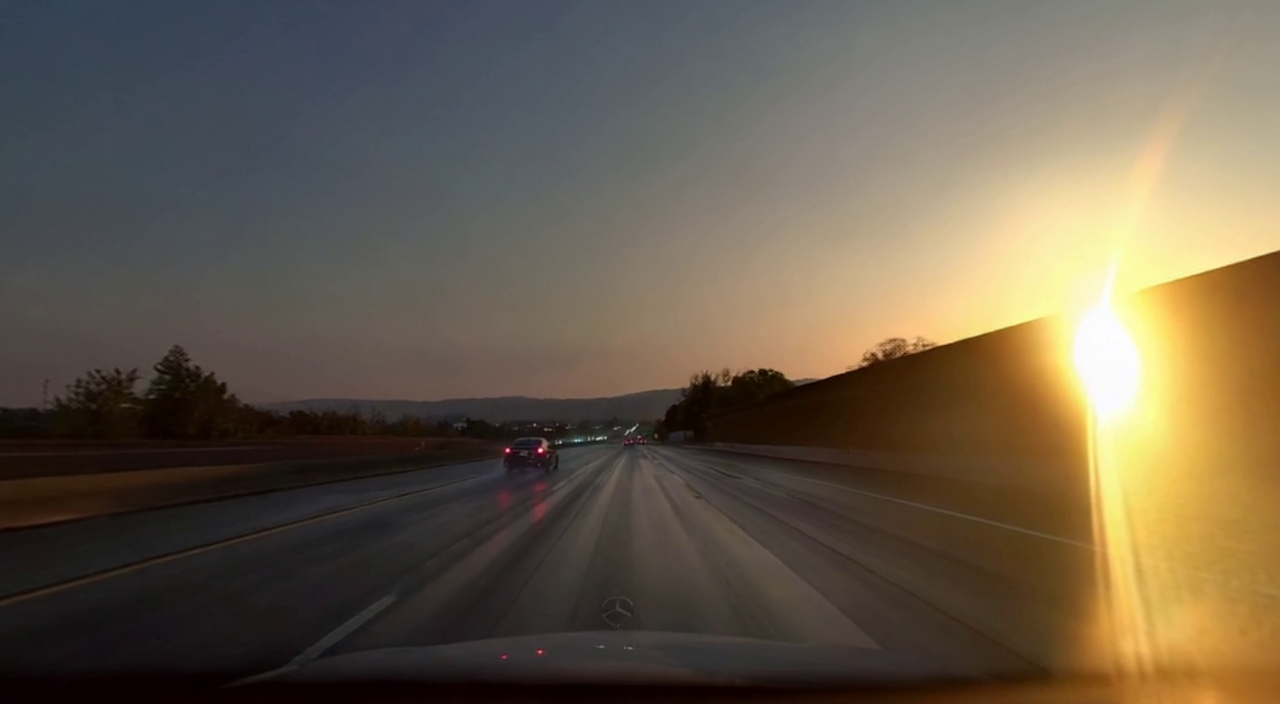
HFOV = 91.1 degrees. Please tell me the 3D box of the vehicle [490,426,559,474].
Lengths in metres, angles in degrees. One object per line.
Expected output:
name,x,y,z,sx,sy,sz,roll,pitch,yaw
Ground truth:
vehicle,-4.470,3.849,25.037,2.063,1.661,4.439,2,-8,-3
